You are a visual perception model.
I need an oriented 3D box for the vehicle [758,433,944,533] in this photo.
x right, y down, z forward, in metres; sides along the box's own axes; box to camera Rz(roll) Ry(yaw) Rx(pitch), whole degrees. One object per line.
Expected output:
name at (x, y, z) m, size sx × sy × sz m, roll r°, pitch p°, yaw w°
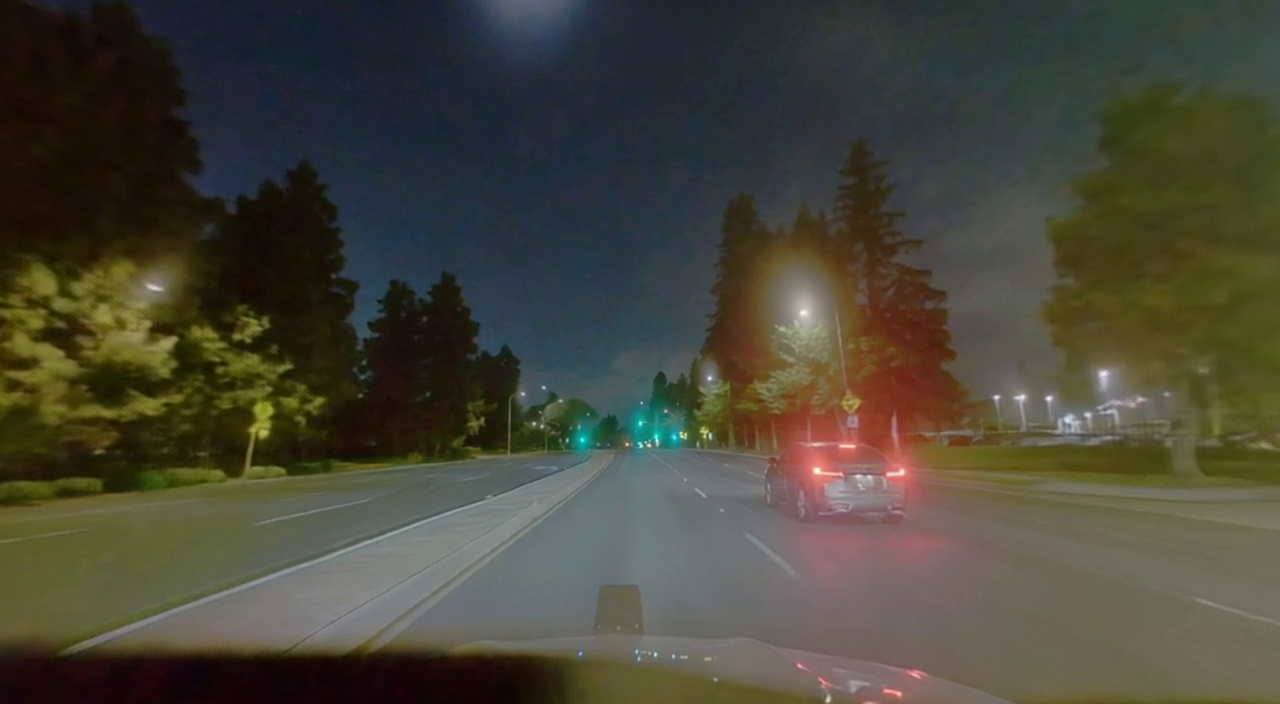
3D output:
vehicle at (3.518, 2.256, 11.439) m, size 1.852 × 1.453 × 4.083 m, roll 0°, pitch -9°, yaw -1°

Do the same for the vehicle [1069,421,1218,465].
vehicle at (25.424, 4.575, 32.058) m, size 5.672 × 1.841 × 2.092 m, roll -3°, pitch -7°, yaw 0°

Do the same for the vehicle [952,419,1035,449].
vehicle at (25.577, 5.984, 45.858) m, size 4.733 × 2.074 × 2.022 m, roll 0°, pitch -9°, yaw -1°

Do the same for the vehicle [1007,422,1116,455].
vehicle at (24.691, 5.109, 37.185) m, size 4.672 × 1.810 × 2.367 m, roll 0°, pitch -9°, yaw -1°
